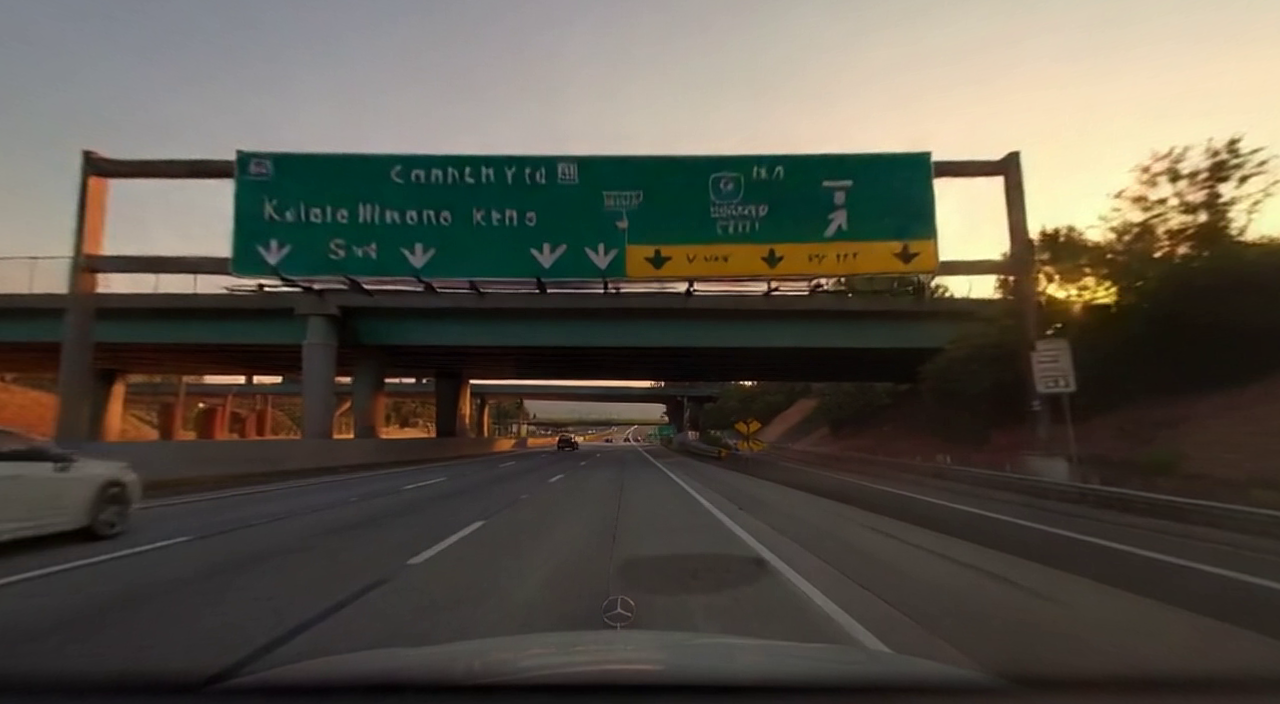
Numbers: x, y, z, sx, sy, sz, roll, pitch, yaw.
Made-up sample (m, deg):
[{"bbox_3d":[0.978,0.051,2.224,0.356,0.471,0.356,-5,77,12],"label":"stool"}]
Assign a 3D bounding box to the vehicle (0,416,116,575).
[{"bbox_3d":[-7.527,1.357,5.606,1.985,1.614,4.293,0,-8,0],"label":"vehicle"}]
